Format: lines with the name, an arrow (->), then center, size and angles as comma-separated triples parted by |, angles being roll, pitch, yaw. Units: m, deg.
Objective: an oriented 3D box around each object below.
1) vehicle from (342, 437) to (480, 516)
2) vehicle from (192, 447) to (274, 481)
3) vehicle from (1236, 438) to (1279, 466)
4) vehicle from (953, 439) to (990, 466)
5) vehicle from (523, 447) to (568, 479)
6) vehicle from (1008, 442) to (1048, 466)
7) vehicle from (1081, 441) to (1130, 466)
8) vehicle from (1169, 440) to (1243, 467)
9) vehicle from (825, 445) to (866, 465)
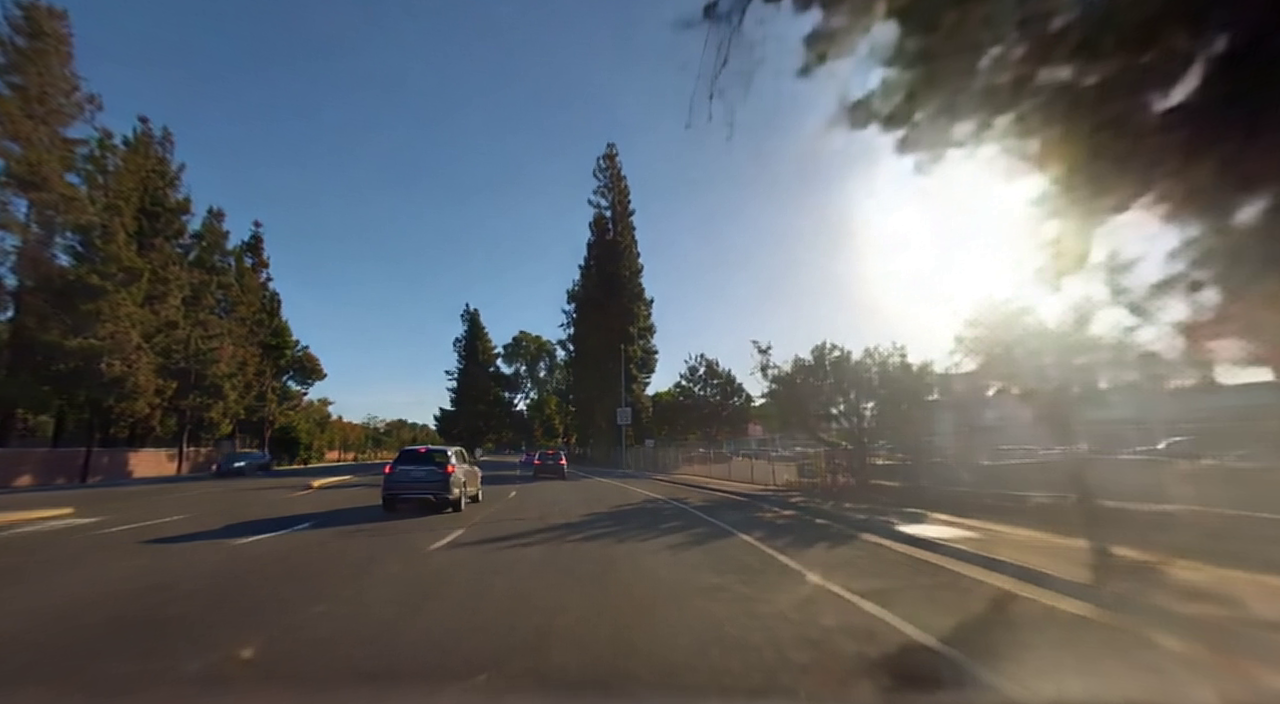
vehicle -> -5.548, 3.040, 16.017 | 2.105, 1.676, 4.541 | 1, -8, -5
vehicle -> -23.937, 6.578, 37.436 | 2.214, 1.844, 4.822 | 1, -9, -9
vehicle -> 35.513, 5.558, 35.169 | 2.095, 1.470, 4.336 | -4, -9, 26
vehicle -> 23.022, 6.919, 43.734 | 1.942, 1.726, 5.194 | -5, -10, 29
vehicle -> -4.871, 5.698, 32.723 | 2.147, 1.474, 4.083 | 1, -9, -8
vehicle -> 25.496, 6.688, 41.653 | 1.863, 1.456, 4.250 | -4, -9, 27
vehicle -> 28.844, 6.262, 39.259 | 2.027, 1.455, 3.838 | -5, -10, 31
vehicle -> 32.847, 5.879, 36.806 | 1.904, 1.432, 4.640 | -4, -9, 25
vehicle -> 15.896, 7.939, 48.741 | 1.934, 1.423, 4.008 | -6, -11, 34
